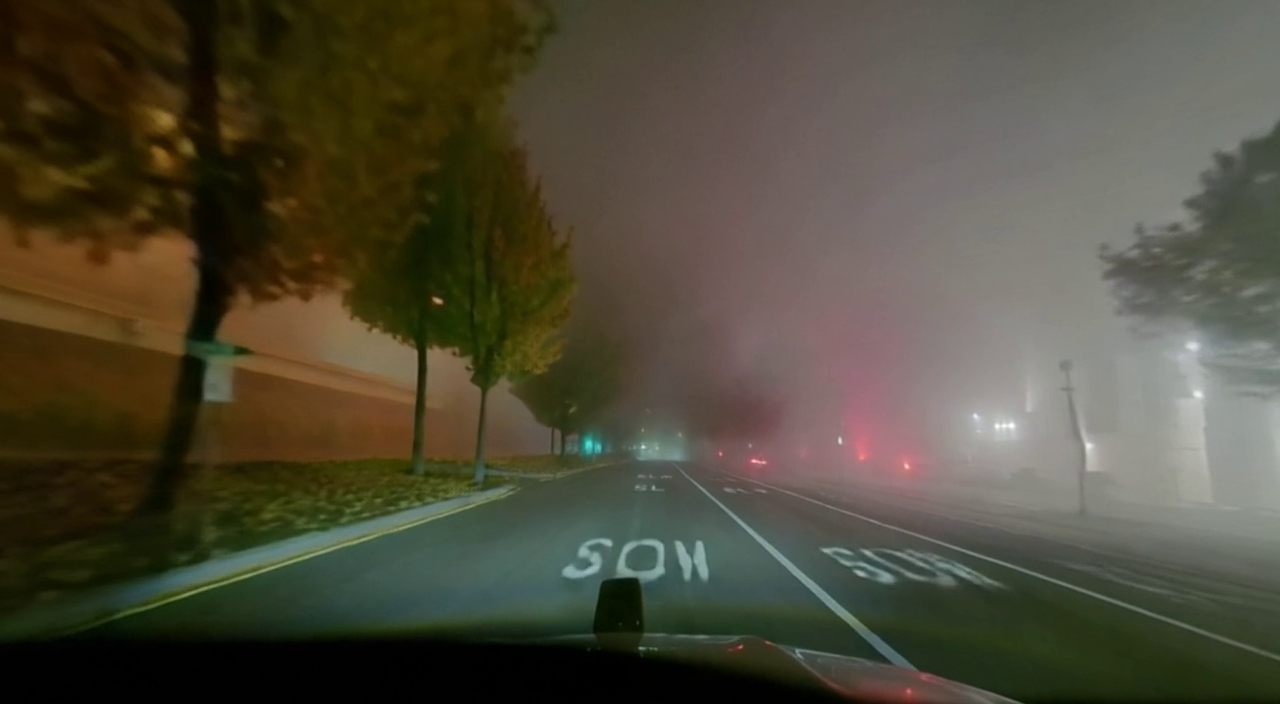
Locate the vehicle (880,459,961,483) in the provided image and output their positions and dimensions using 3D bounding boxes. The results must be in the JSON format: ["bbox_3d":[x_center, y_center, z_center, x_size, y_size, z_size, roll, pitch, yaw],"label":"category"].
[{"bbox_3d":[19.844,8.428,44.754,4.635,1.552,2.334,1,-9,1],"label":"vehicle"}]
